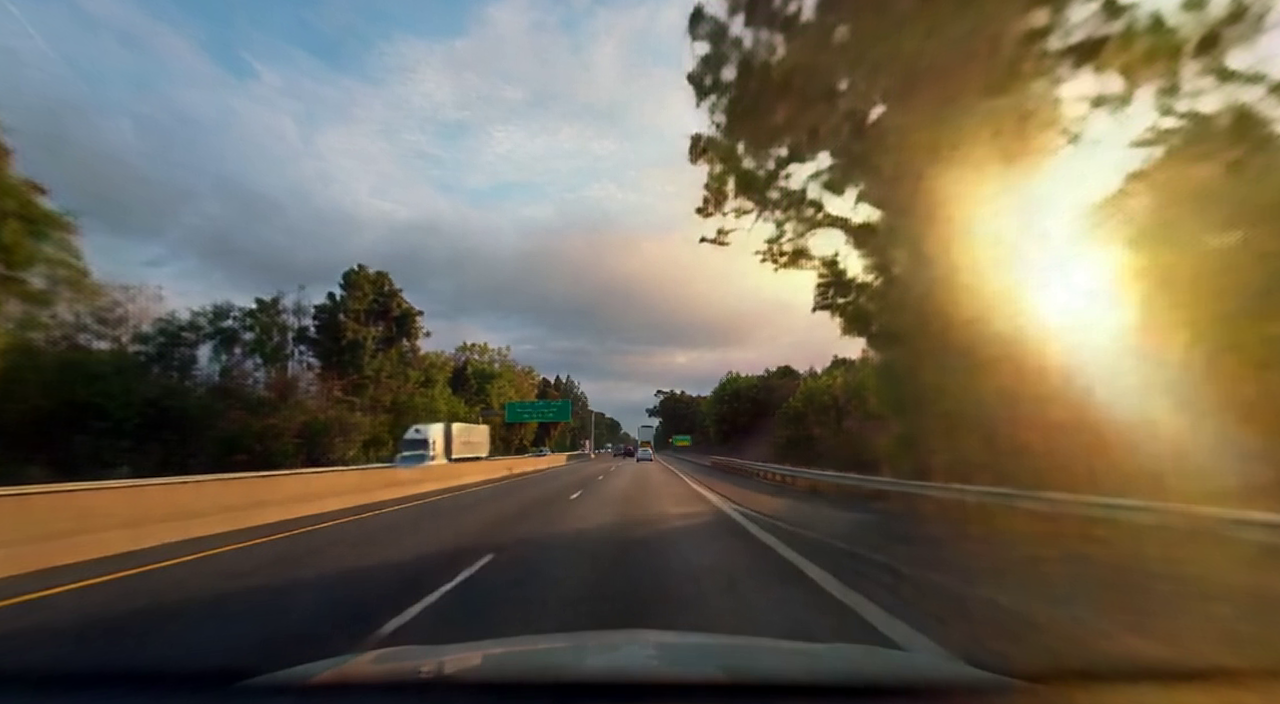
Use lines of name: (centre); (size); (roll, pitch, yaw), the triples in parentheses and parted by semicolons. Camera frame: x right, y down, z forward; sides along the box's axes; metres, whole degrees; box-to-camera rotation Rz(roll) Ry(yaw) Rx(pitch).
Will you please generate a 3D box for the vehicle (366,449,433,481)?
vehicle: (-13.373, 6.293, 35.385); (1.992, 1.624, 4.284); (0, -9, 1)
